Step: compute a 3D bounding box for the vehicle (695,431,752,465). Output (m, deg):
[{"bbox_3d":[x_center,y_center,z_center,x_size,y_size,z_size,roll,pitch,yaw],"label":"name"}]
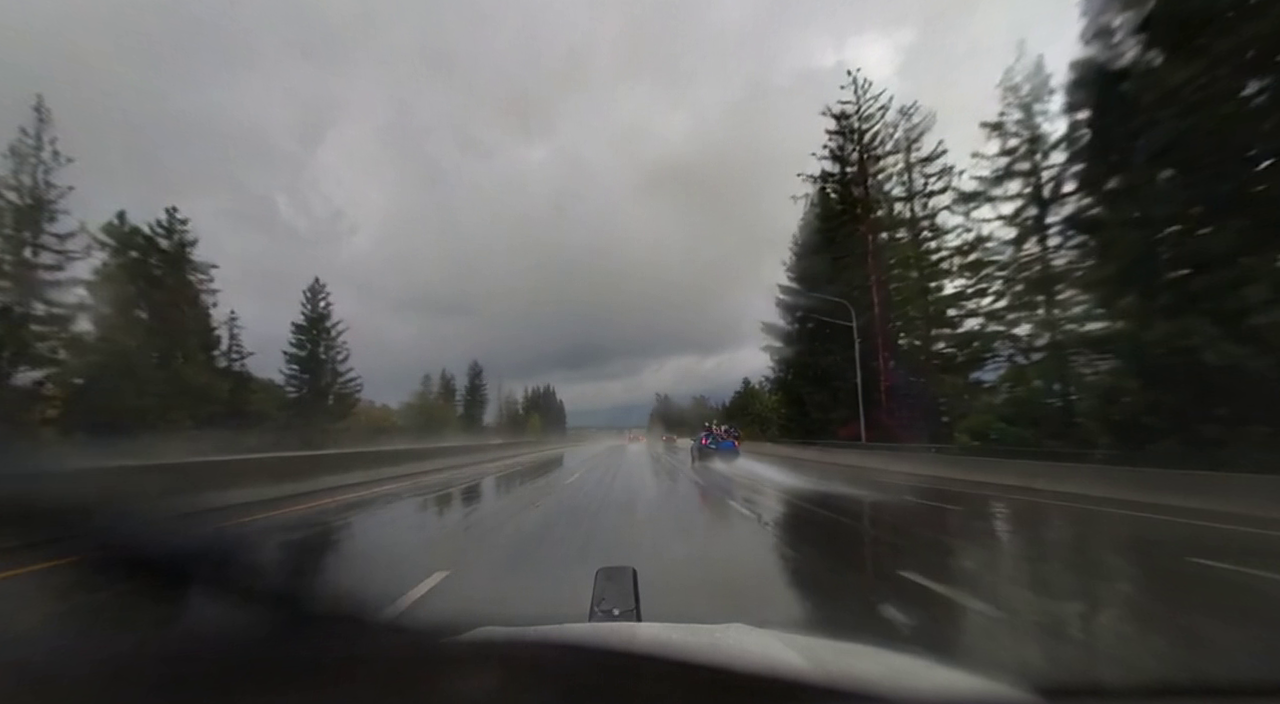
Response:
[{"bbox_3d":[3.721,4.371,28.867,1.911,1.449,3.776,0,-8,-3],"label":"vehicle"}]
